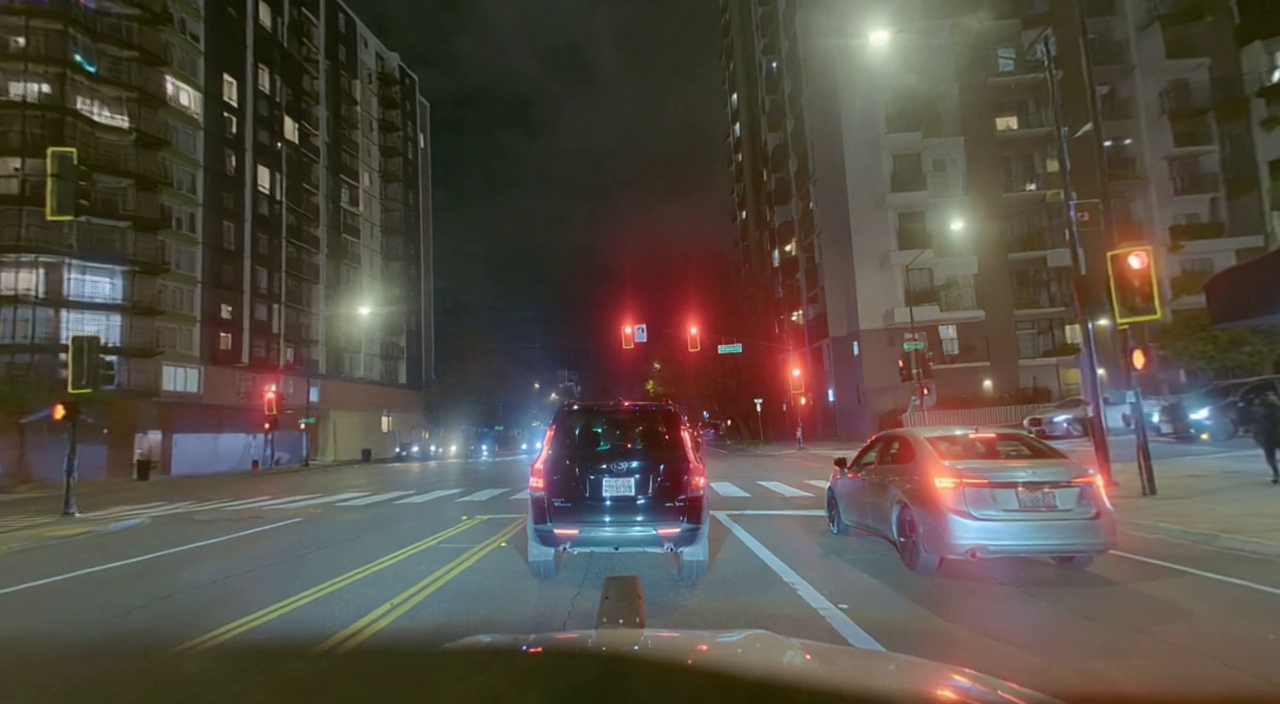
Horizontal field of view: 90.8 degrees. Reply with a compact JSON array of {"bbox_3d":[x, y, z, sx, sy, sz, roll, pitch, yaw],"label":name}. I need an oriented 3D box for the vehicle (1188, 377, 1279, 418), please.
[{"bbox_3d":[26.579,1.974,27.168,4.287,1.639,1.729,0,-8,1],"label":"vehicle"}]

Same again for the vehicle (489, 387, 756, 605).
[{"bbox_3d":[-0.138,1.481,7.303,2.168,1.776,4.135,0,-8,0],"label":"vehicle"}]

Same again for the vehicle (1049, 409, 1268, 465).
[{"bbox_3d":[14.268,2.377,17.605,4.354,1.466,1.863,-1,-8,2],"label":"vehicle"}]

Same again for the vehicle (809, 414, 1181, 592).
[{"bbox_3d":[3.696,1.649,7.808,1.987,1.538,4.510,0,-8,1],"label":"vehicle"}]
